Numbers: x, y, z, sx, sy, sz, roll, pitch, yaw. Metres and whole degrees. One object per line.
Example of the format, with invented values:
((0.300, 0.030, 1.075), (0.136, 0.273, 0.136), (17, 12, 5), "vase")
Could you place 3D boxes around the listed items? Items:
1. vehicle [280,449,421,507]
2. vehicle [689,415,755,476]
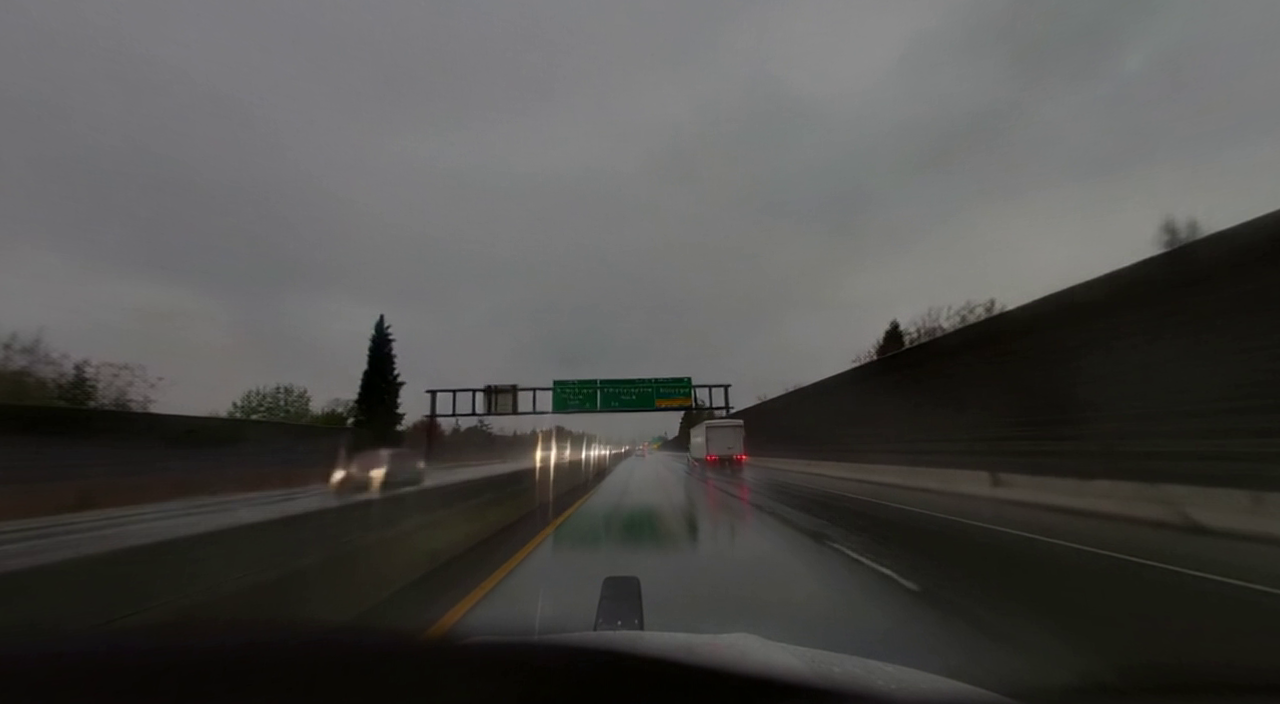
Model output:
((-8.648, 3.765, 19.355), (2.120, 1.523, 4.609), (0, -9, 0), "vehicle")
((4.096, 4.908, 32.860), (2.449, 2.805, 6.763), (0, -9, 0), "vehicle")
